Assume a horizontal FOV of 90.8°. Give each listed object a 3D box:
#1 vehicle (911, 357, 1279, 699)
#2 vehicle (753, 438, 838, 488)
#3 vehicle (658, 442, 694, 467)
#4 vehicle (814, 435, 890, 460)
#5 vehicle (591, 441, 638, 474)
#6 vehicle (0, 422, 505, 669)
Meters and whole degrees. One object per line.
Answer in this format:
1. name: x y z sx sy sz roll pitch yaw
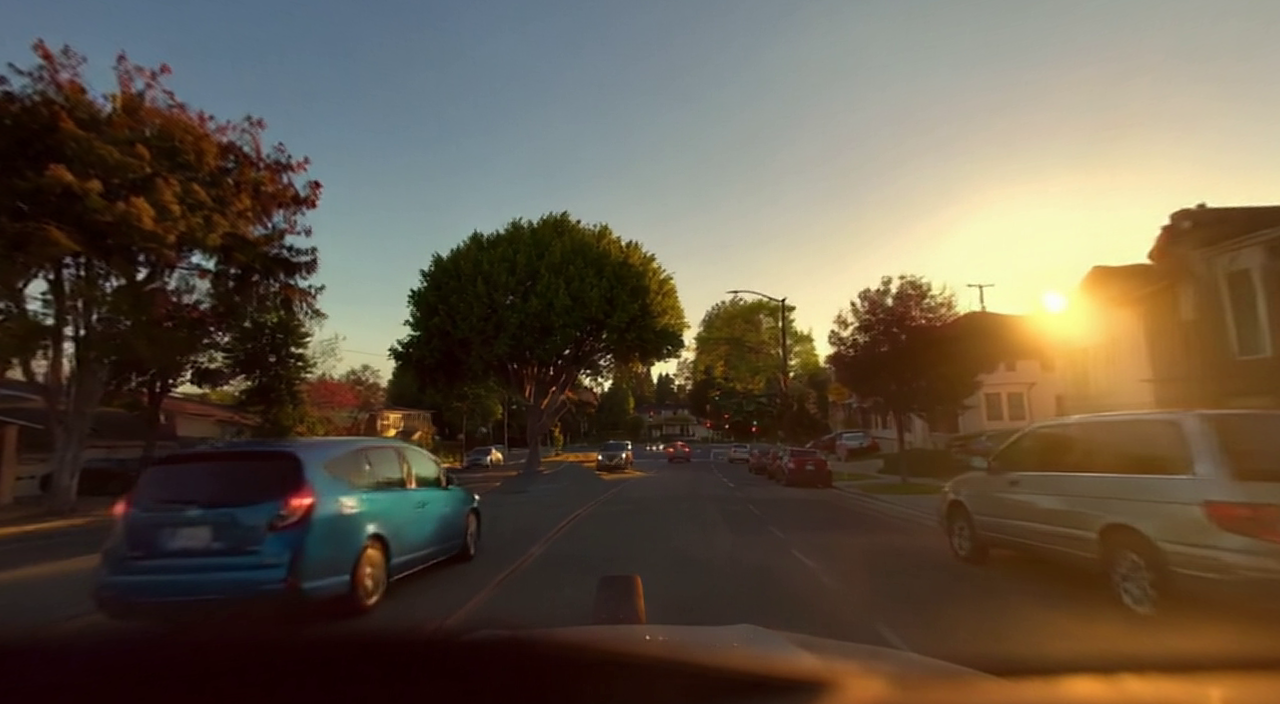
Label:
1. vehicle: 4.386 1.235 5.530 2.069 1.780 4.480 0 -8 1
2. vehicle: 5.141 3.726 21.541 1.964 1.485 4.454 -1 -8 3
3. vehicle: 2.197 6.399 39.587 2.081 1.475 4.361 0 -8 2
4. vehicle: 13.050 5.874 39.034 4.046 1.450 1.814 -1 -8 4
5. vehicle: -1.211 5.244 31.551 1.986 1.508 4.261 -1 -8 3
6. vehicle: -2.979 1.534 6.207 2.069 1.510 4.325 -1 -8 4
